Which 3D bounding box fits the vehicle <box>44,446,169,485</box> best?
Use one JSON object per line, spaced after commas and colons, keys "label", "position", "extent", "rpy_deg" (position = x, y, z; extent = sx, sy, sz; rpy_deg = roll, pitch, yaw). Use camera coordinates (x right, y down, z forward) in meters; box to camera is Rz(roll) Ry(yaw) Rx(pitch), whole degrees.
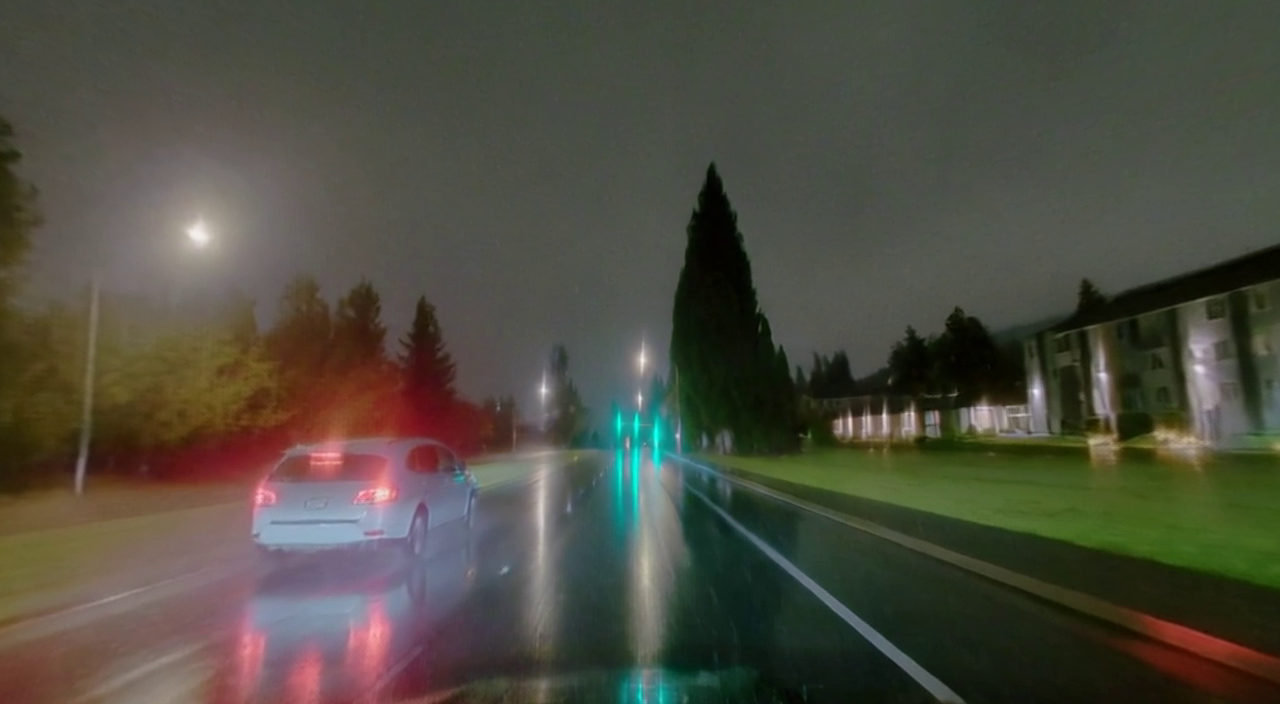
{"label": "vehicle", "position": [-24.590, 5.222, 29.204], "extent": [4.338, 1.716, 1.869], "rpy_deg": [-2, -9, 9]}

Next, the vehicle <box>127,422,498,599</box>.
{"label": "vehicle", "position": [-3.338, 1.711, 7.875], "extent": [2.020, 1.478, 4.890], "rpy_deg": [0, -8, 0]}
